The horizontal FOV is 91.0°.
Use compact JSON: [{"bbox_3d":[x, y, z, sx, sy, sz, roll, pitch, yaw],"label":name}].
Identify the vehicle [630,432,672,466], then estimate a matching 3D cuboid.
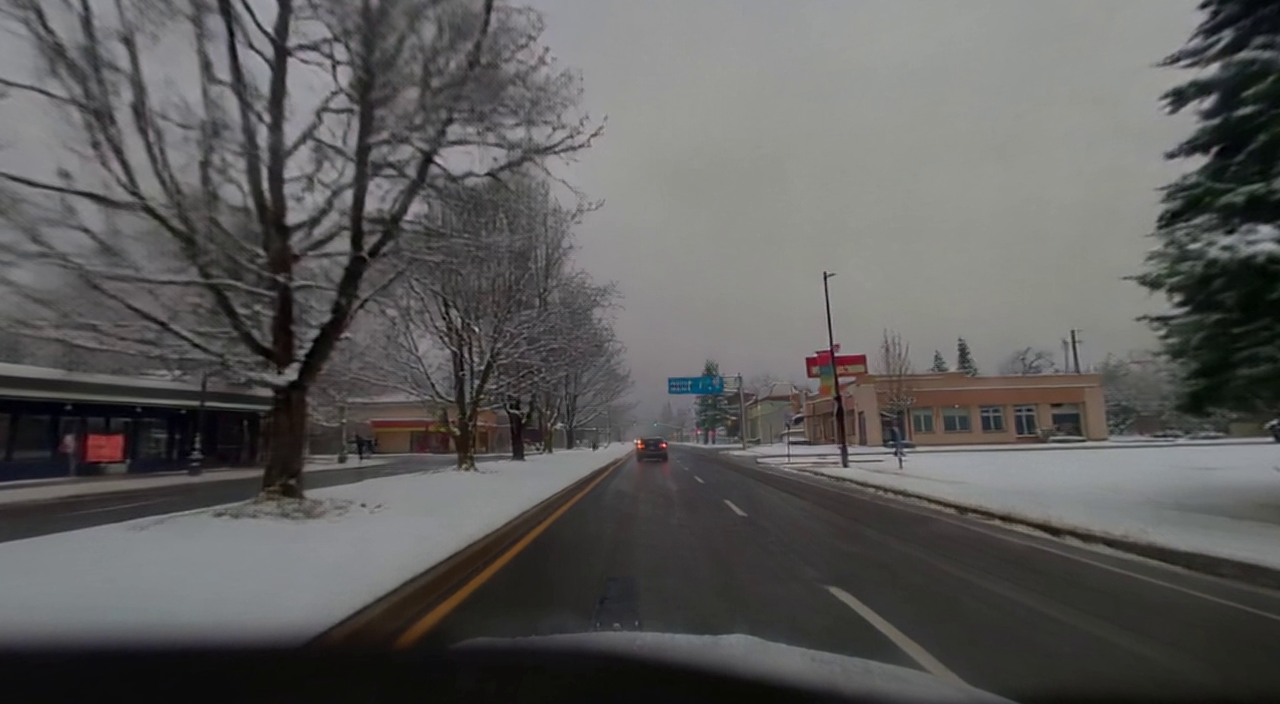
[{"bbox_3d":[0.687,5.502,35.858,2.235,1.719,4.292,1,-8,2],"label":"vehicle"}]
